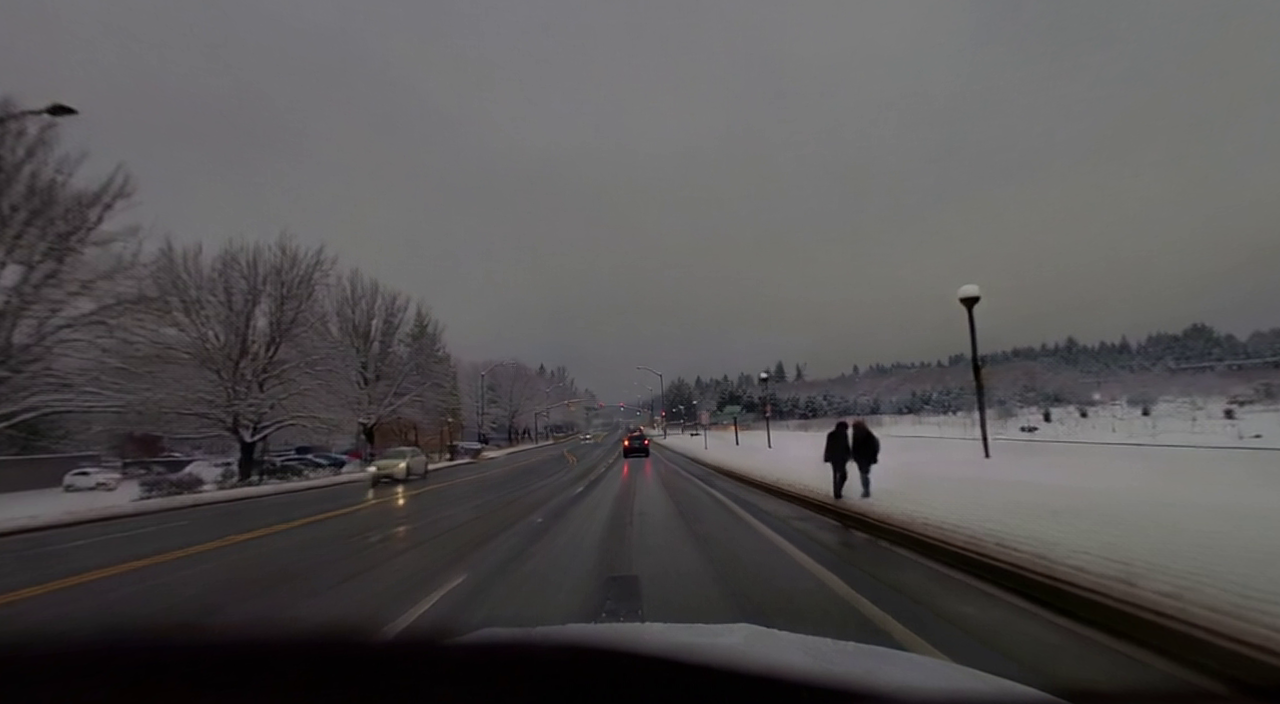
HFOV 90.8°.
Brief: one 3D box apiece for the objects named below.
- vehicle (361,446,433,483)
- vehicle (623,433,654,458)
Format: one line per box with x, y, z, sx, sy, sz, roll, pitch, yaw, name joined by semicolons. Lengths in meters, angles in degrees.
-12.356;5.700;32.470;2.117;1.724;4.366;0;-8;-2;vehicle
-0.130;6.949;46.957;2.228;1.790;4.180;0;-8;-1;vehicle
